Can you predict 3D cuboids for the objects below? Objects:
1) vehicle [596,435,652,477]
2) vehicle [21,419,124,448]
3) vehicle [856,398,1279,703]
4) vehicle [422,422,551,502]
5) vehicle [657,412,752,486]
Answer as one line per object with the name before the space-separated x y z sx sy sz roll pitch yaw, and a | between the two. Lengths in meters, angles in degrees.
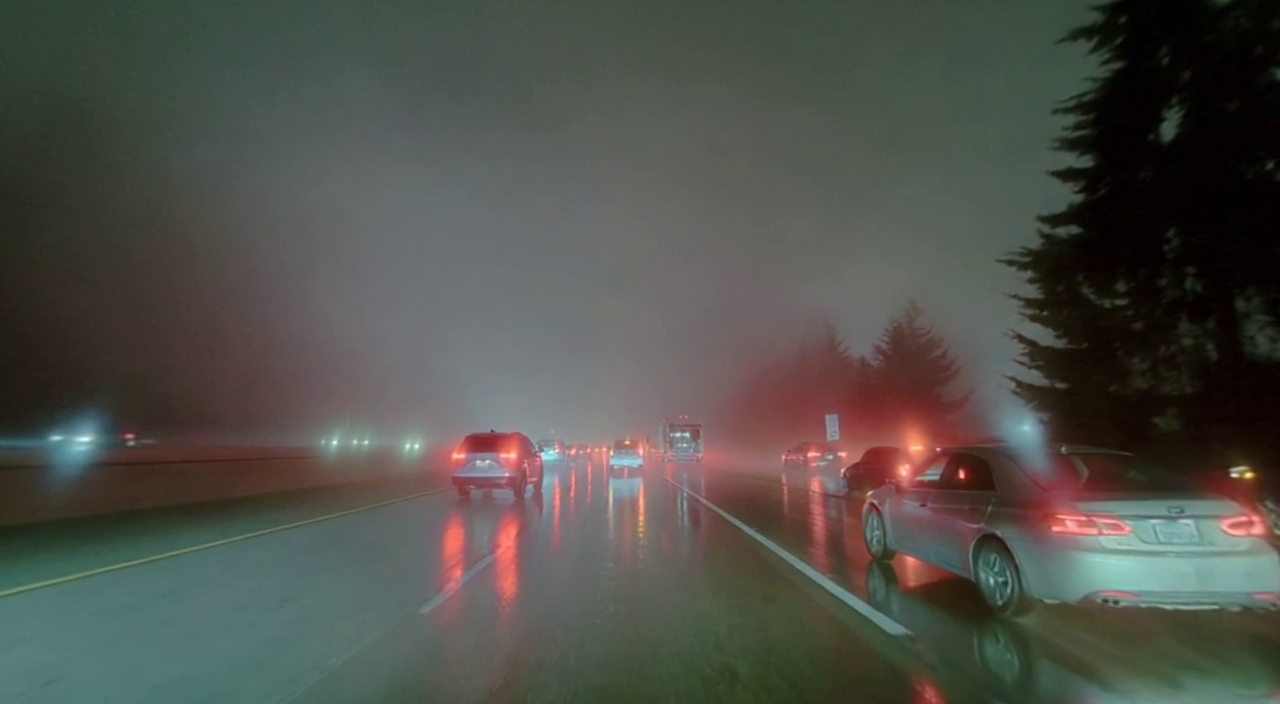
vehicle | -0.687 4.553 27.673 2.235 1.682 4.094 0 -9 -1
vehicle | -31.916 4.664 35.576 1.974 1.531 4.193 1 -9 -2
vehicle | 3.187 1.214 4.063 2.031 1.504 4.327 0 -9 0
vehicle | -3.795 2.840 16.603 2.176 1.783 4.799 0 -9 0
vehicle | 3.017 5.231 34.290 3.426 3.279 12.313 0 -8 -2
